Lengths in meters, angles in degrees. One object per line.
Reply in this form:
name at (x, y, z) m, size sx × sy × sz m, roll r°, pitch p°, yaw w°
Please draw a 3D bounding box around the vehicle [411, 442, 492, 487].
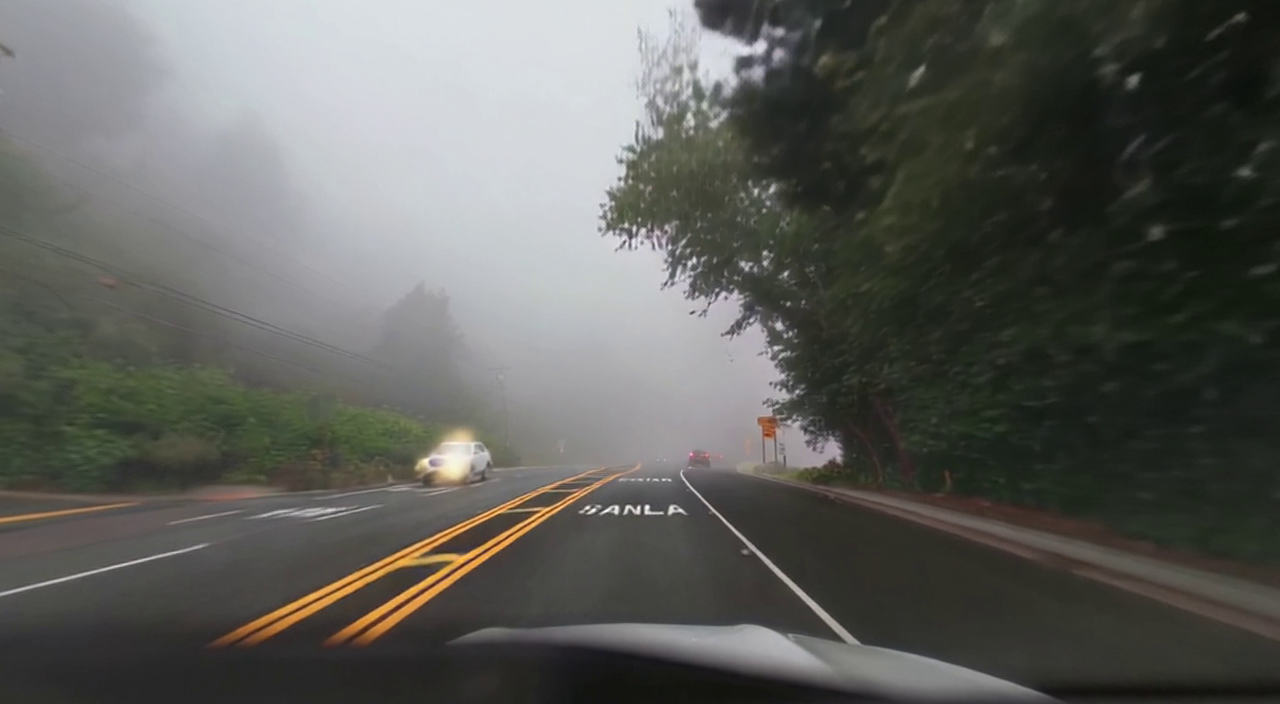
vehicle at (-7.666, 4.593, 26.206) m, size 2.056 × 1.677 × 4.282 m, roll 0°, pitch -9°, yaw 0°
